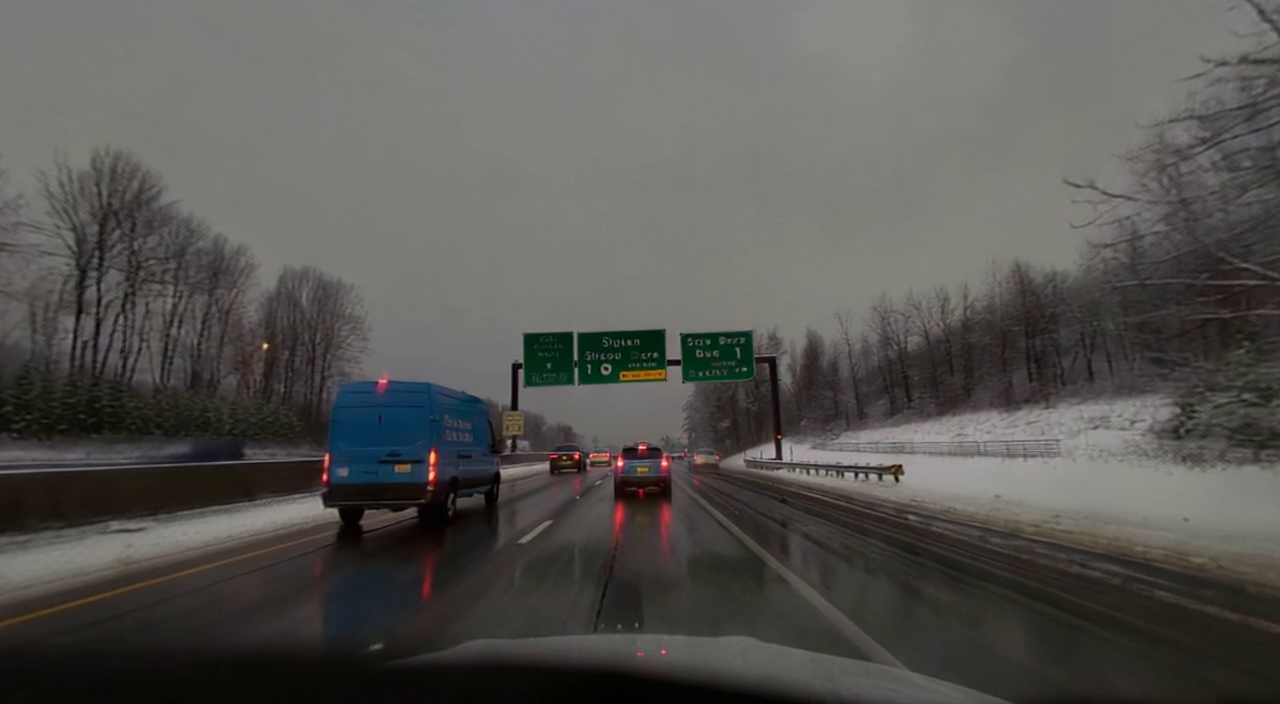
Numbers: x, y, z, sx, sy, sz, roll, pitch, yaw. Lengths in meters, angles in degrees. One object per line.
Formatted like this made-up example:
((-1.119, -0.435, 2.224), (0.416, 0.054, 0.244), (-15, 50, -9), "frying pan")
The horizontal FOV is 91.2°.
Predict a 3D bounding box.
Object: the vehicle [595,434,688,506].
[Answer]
((0.050, 3.092, 16.841), (2.195, 1.679, 4.070), (0, -9, 1), "vehicle")

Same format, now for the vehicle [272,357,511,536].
((-4.337, 1.853, 12.408), (2.275, 2.692, 5.810), (0, -9, 0), "vehicle")

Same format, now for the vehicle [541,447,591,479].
((-3.700, 5.608, 32.043), (2.015, 1.496, 4.312), (0, -9, 1), "vehicle")
